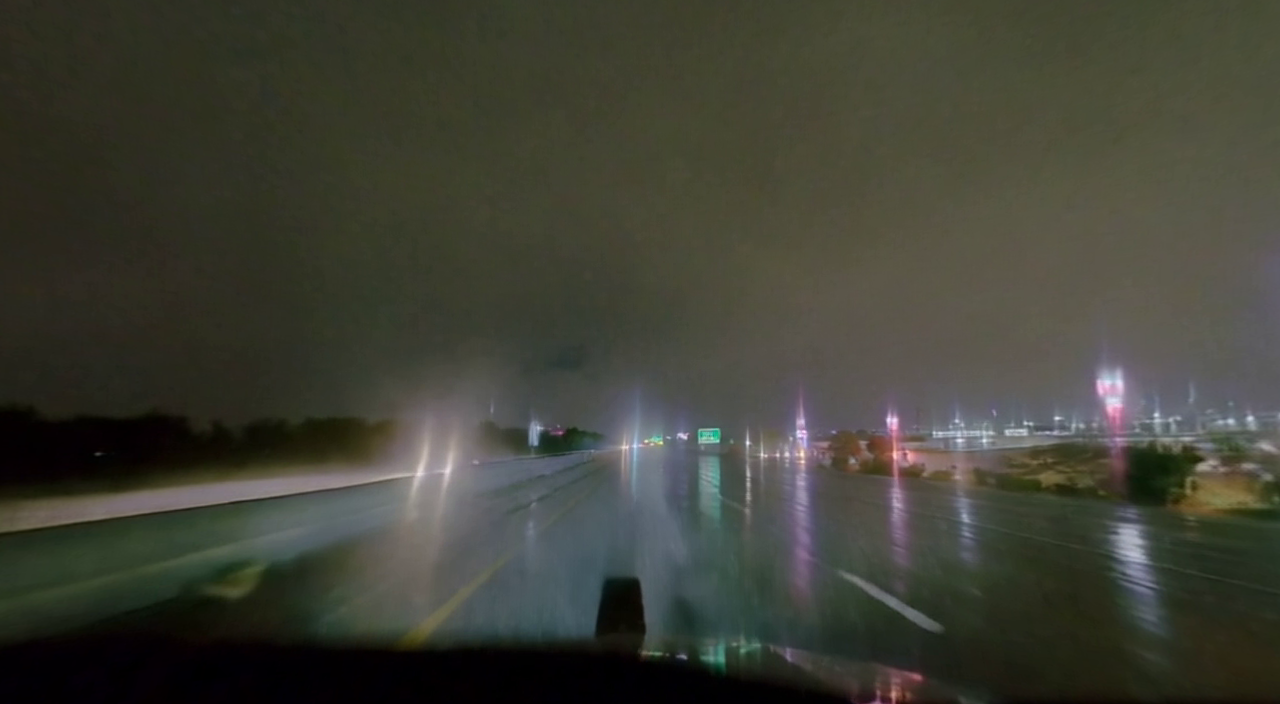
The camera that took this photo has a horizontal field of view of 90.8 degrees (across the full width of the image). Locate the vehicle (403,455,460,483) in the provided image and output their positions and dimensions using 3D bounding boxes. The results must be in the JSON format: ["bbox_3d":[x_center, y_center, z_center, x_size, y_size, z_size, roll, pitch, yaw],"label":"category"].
[{"bbox_3d":[-11.699,6.576,35.645,1.871,1.469,3.687,0,-9,1],"label":"vehicle"}]
